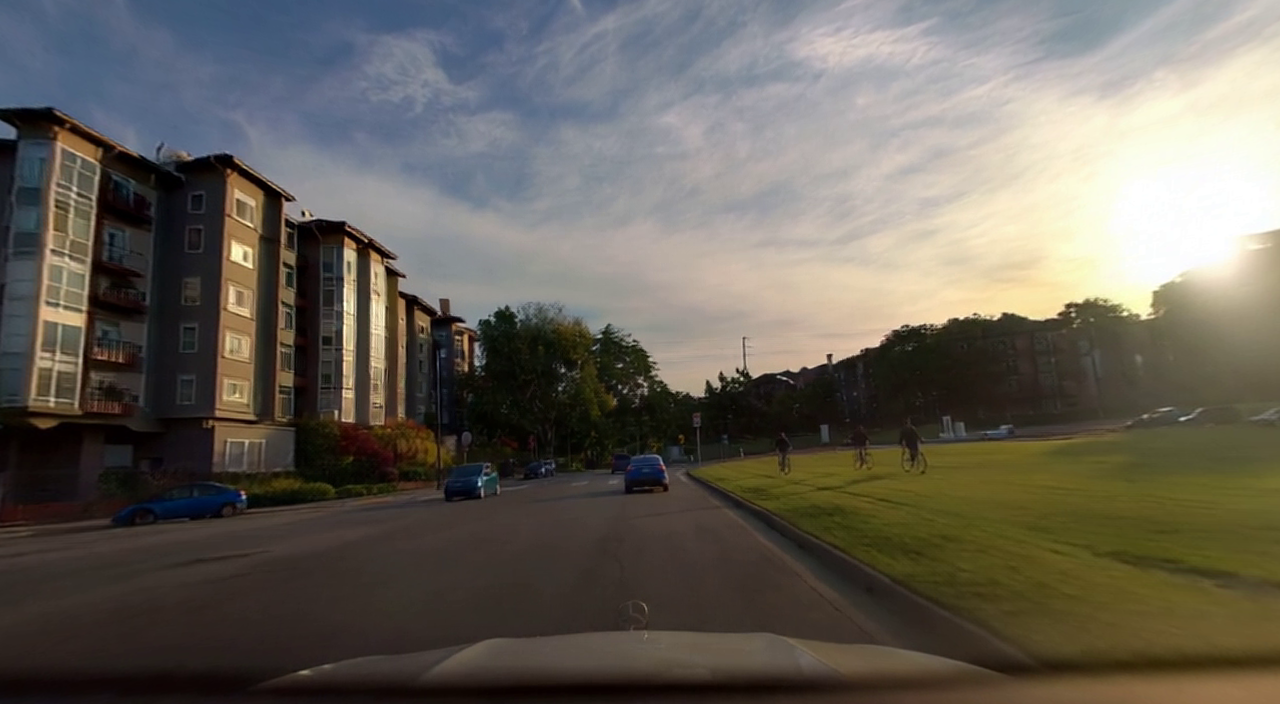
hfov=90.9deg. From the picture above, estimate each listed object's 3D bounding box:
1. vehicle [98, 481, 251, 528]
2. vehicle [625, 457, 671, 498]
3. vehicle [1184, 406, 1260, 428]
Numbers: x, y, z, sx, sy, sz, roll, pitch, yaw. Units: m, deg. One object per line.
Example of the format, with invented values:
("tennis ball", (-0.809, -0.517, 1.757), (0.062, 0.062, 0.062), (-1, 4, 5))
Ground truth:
("vehicle", (-18.772, 6.110, 25.574), (2.116, 1.409, 4.607), (-9, -12, 43))
("vehicle", (0.320, 4.533, 23.024), (1.559, 1.351, 2.452), (-1, -9, 2))
("vehicle", (44.942, 5.058, 48.698), (4.615, 1.596, 2.002), (2, -9, -15))
